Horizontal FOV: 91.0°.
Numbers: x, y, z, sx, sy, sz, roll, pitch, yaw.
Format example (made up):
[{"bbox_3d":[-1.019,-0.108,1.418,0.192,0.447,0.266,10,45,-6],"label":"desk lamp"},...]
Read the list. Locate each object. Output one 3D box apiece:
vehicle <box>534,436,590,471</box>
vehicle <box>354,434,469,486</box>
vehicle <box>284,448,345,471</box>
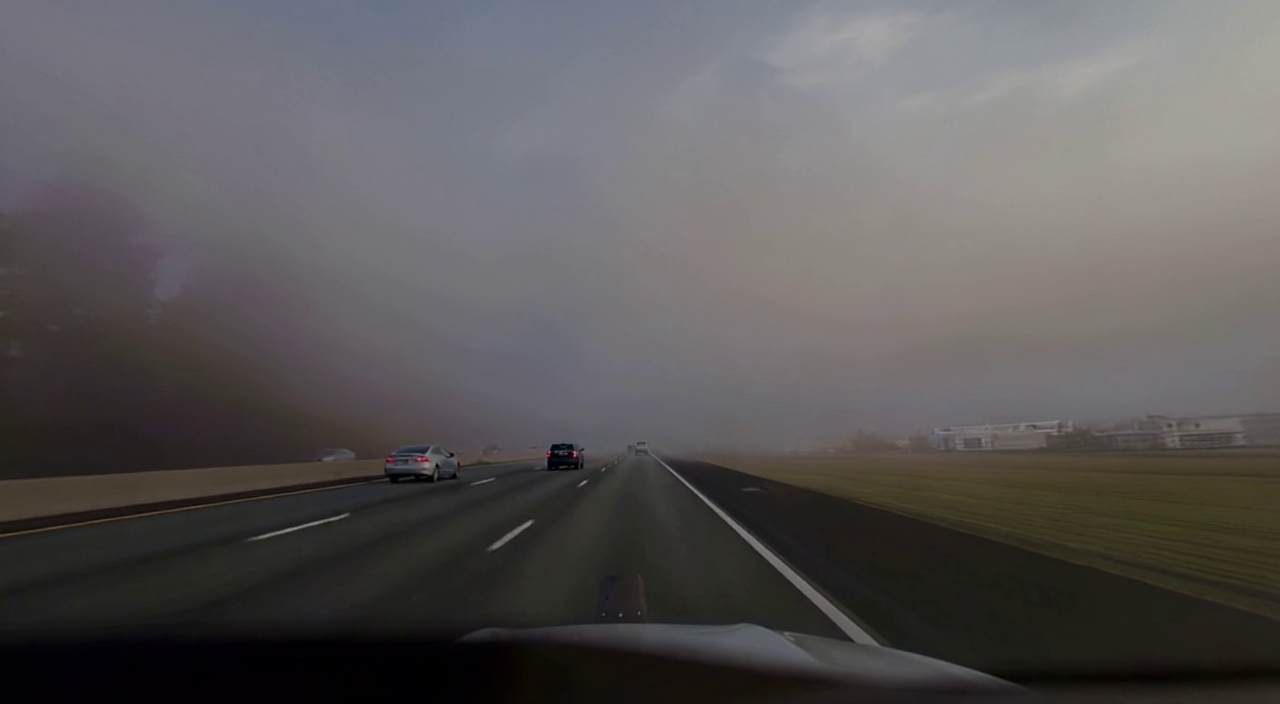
[{"bbox_3d":[-3.814,5.085,31.656,2.083,1.588,4.801,0,-8,1],"label":"vehicle"},{"bbox_3d":[-7.470,3.578,21.176,2.034,1.523,4.627,0,-8,1],"label":"vehicle"},{"bbox_3d":[-22.825,7.531,44.383,1.831,1.515,4.496,0,-8,1],"label":"vehicle"}]
